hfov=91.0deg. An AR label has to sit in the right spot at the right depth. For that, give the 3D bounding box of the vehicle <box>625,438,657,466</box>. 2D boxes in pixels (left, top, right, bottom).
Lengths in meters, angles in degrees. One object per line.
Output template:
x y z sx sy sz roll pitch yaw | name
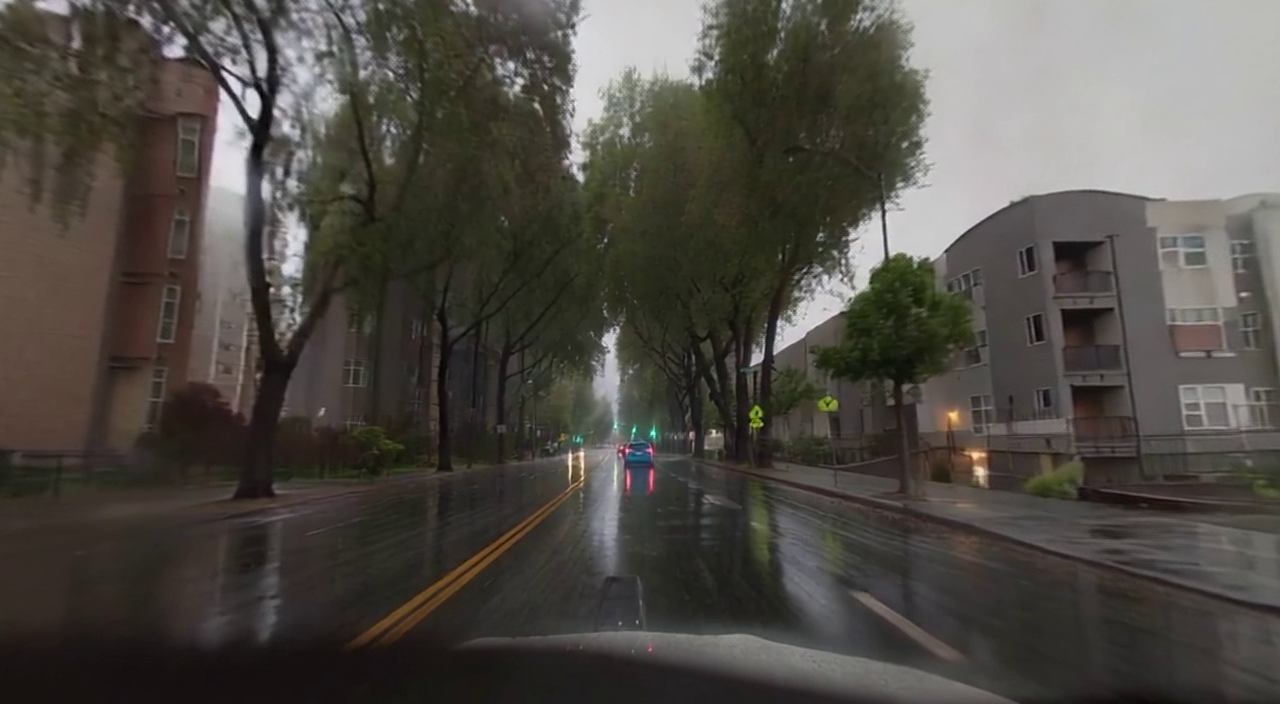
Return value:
0.101 6.482 40.846 1.981 1.703 3.691 0 -8 1 | vehicle
